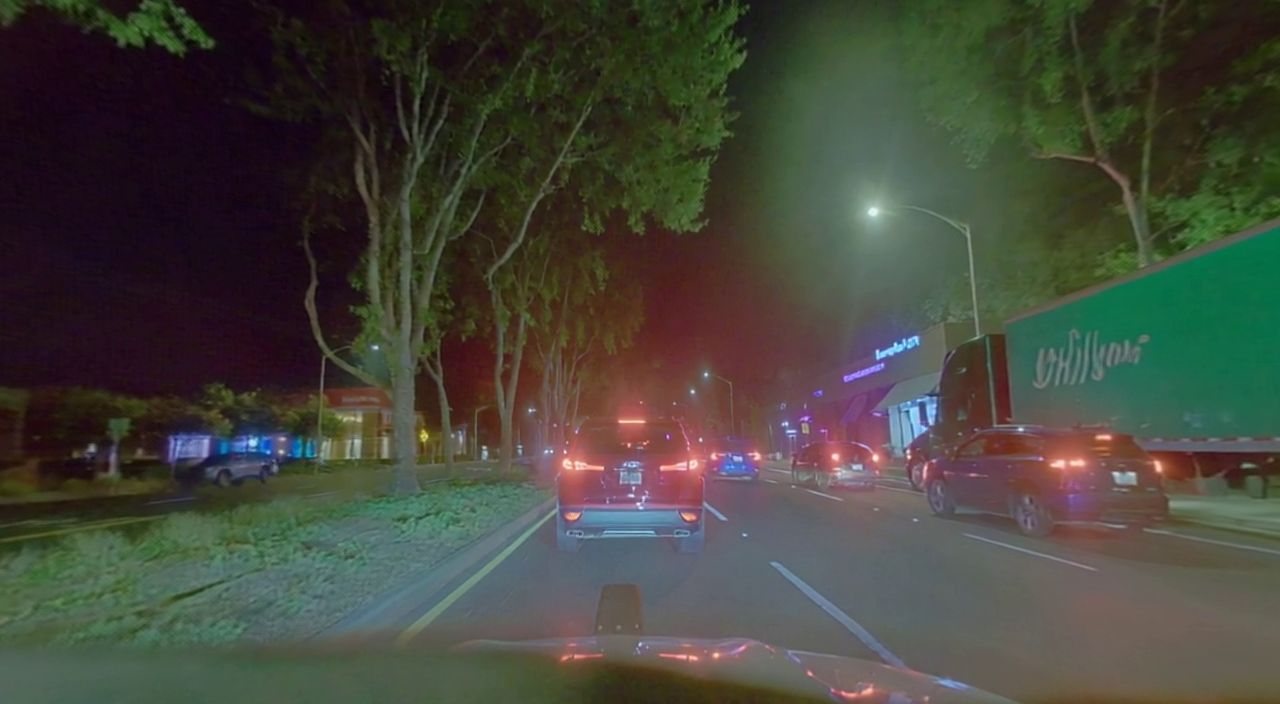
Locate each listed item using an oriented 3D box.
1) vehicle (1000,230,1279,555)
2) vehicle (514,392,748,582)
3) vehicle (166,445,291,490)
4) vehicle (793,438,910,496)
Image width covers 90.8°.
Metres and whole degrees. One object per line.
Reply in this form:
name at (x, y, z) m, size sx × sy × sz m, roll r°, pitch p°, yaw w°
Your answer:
vehicle at (9.976, 0.169, 5.977) m, size 2.879 × 4.284 × 17.334 m, roll 0°, pitch -9°, yaw 0°
vehicle at (-0.124, 1.659, 8.463) m, size 2.320 × 1.880 × 4.192 m, roll 0°, pitch -9°, yaw -1°
vehicle at (-19.269, 5.405, 29.994) m, size 2.302 × 1.939 × 5.221 m, roll 0°, pitch -9°, yaw 1°
vehicle at (6.250, 3.452, 19.327) m, size 2.035 × 1.553 × 4.465 m, roll 0°, pitch -9°, yaw 0°
